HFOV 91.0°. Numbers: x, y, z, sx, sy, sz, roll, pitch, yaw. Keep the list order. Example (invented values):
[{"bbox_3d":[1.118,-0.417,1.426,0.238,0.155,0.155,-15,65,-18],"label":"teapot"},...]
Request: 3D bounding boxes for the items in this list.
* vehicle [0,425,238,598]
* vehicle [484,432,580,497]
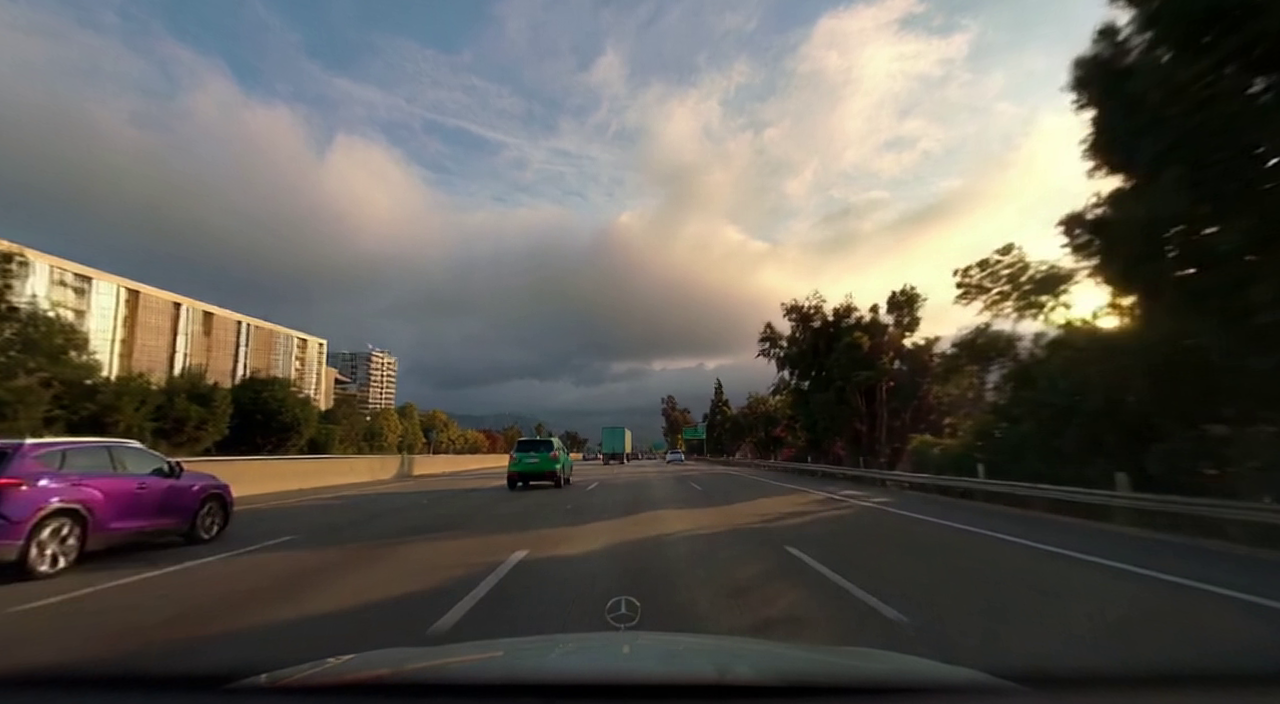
[{"bbox_3d":[-6.648,1.557,6.635,1.969,1.520,4.190,1,-9,1],"label":"vehicle"},{"bbox_3d":[-3.190,3.426,19.536,2.111,1.742,4.315,1,-9,1],"label":"vehicle"}]
